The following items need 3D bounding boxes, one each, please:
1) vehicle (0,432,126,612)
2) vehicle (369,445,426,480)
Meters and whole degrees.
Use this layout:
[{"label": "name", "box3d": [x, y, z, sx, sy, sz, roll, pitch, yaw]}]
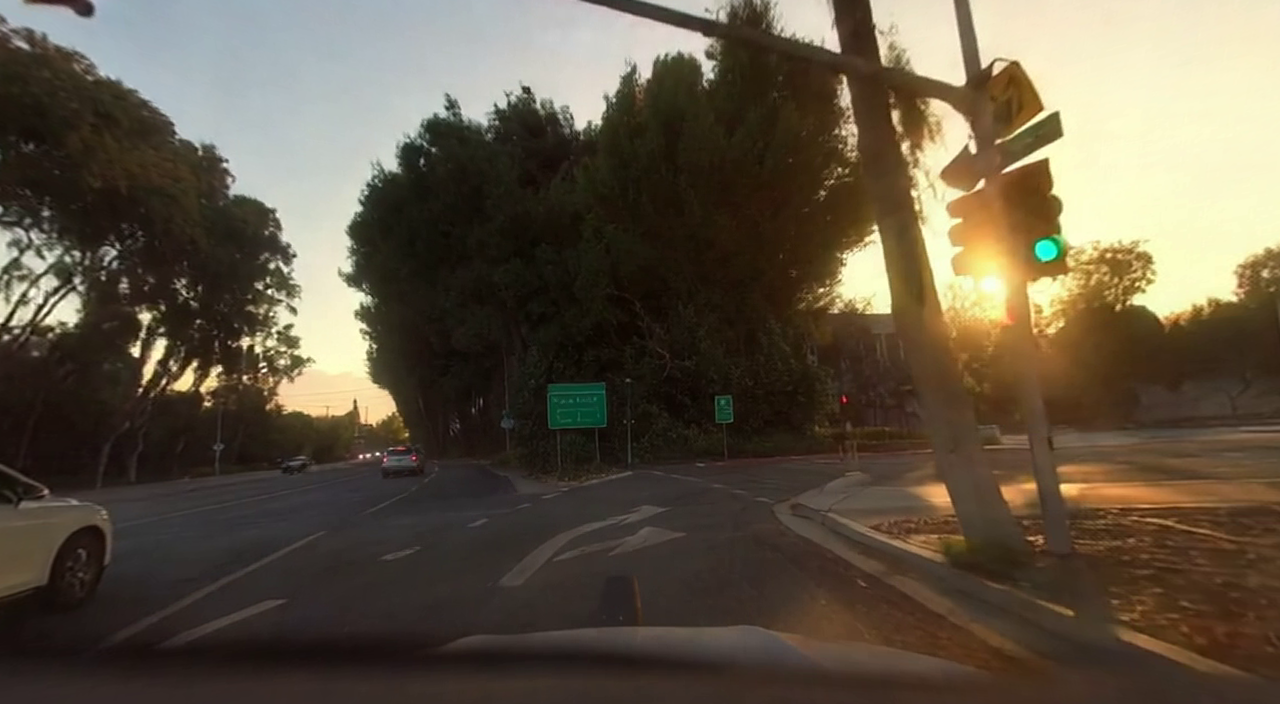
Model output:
[{"label": "vehicle", "box3d": [-6.366, 1.366, 4.741, 1.936, 1.542, 4.336, 1, -9, -10]}, {"label": "vehicle", "box3d": [-12.911, 5.879, 33.955, 2.134, 1.707, 4.471, 1, -9, -12]}]
